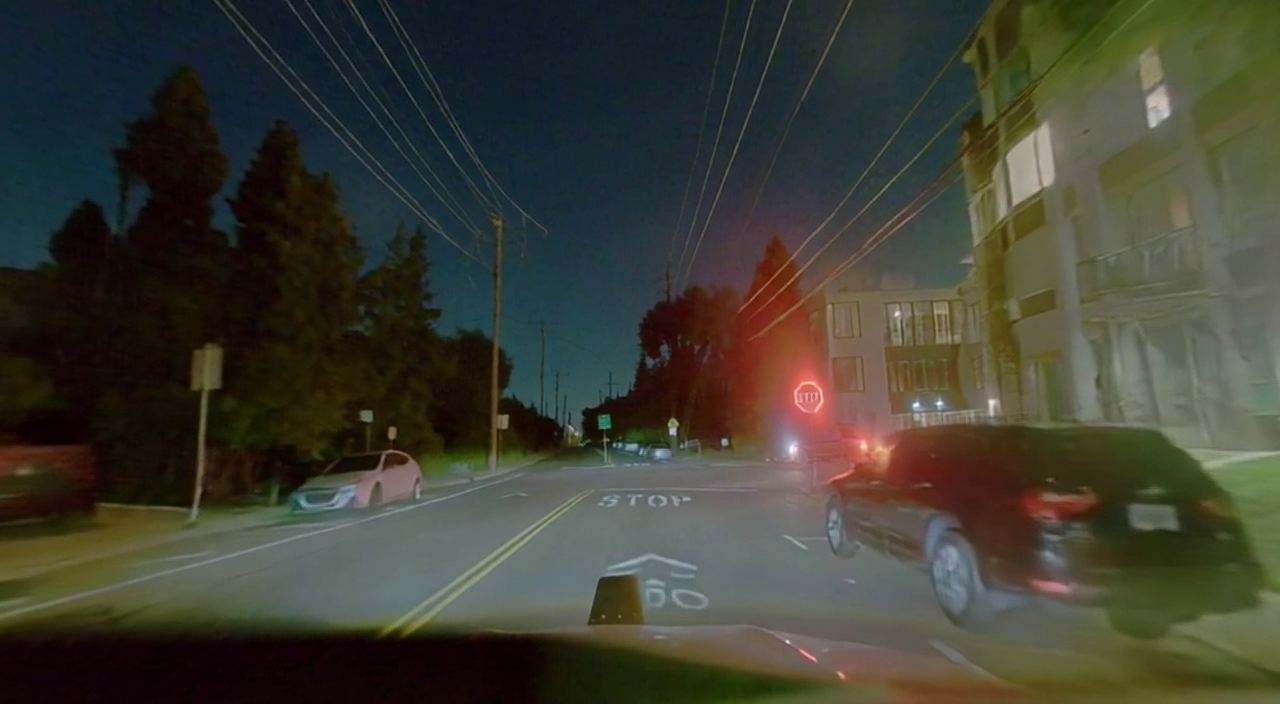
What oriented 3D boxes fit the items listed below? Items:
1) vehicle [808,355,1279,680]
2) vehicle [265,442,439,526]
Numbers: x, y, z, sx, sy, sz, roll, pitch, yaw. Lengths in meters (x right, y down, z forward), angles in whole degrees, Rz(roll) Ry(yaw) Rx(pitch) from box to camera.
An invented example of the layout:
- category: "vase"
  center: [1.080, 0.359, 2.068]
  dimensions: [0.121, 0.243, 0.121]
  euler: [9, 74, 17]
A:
- category: "vehicle"
  center: [3.582, 1.425, 6.518]
  dimensions: [2.300, 1.913, 4.896]
  euler: [5, -8, 0]
- category: "vehicle"
  center: [-6.411, 2.934, 14.741]
  dimensions: [1.922, 1.505, 4.502]
  euler: [-4, -8, 1]
